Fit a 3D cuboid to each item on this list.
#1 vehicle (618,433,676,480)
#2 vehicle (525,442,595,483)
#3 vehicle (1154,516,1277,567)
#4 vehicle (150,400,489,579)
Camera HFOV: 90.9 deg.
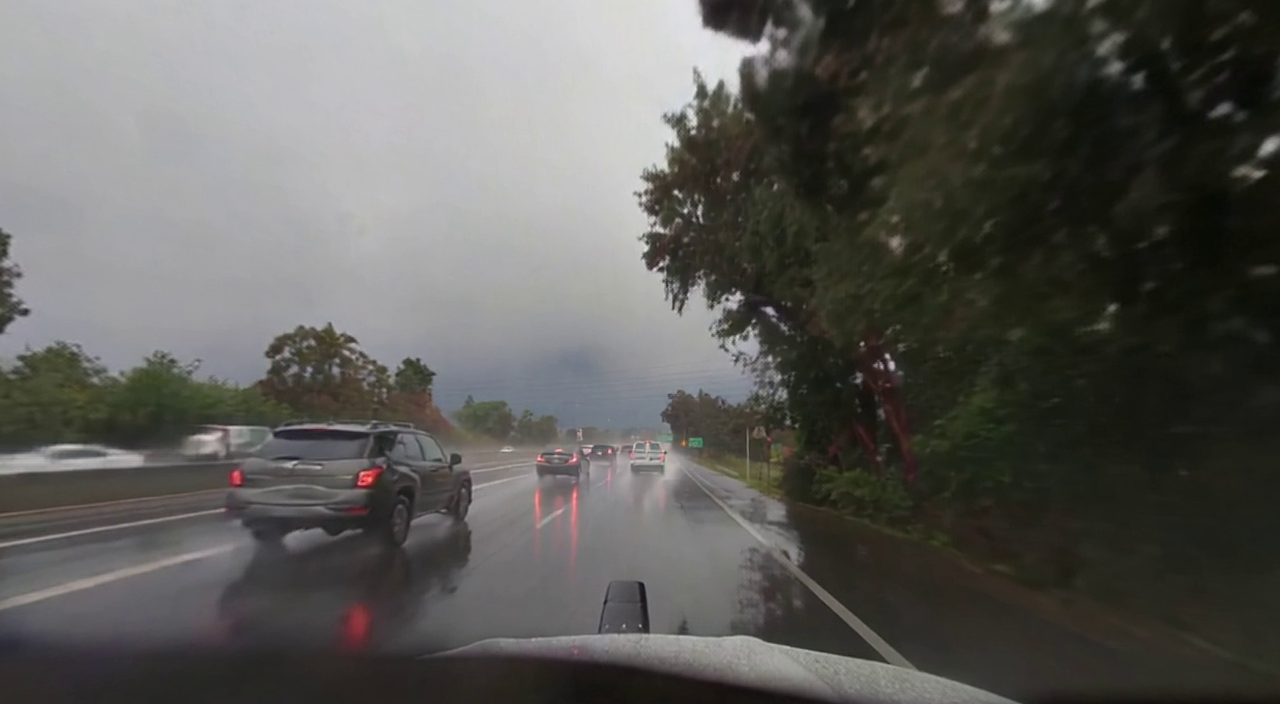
[{"bbox_3d":[0.325,4.459,27.130,2.319,1.813,4.274,0,-8,1],"label":"vehicle"},{"bbox_3d":[-3.077,4.379,25.351,2.092,1.464,4.466,0,-8,2],"label":"vehicle"},{"bbox_3d":[25.315,8.323,27.983,1.985,1.513,4.339,-2,-8,11],"label":"vehicle"},{"bbox_3d":[-3.729,1.698,8.561,2.104,1.754,4.515,0,-8,2],"label":"vehicle"}]
